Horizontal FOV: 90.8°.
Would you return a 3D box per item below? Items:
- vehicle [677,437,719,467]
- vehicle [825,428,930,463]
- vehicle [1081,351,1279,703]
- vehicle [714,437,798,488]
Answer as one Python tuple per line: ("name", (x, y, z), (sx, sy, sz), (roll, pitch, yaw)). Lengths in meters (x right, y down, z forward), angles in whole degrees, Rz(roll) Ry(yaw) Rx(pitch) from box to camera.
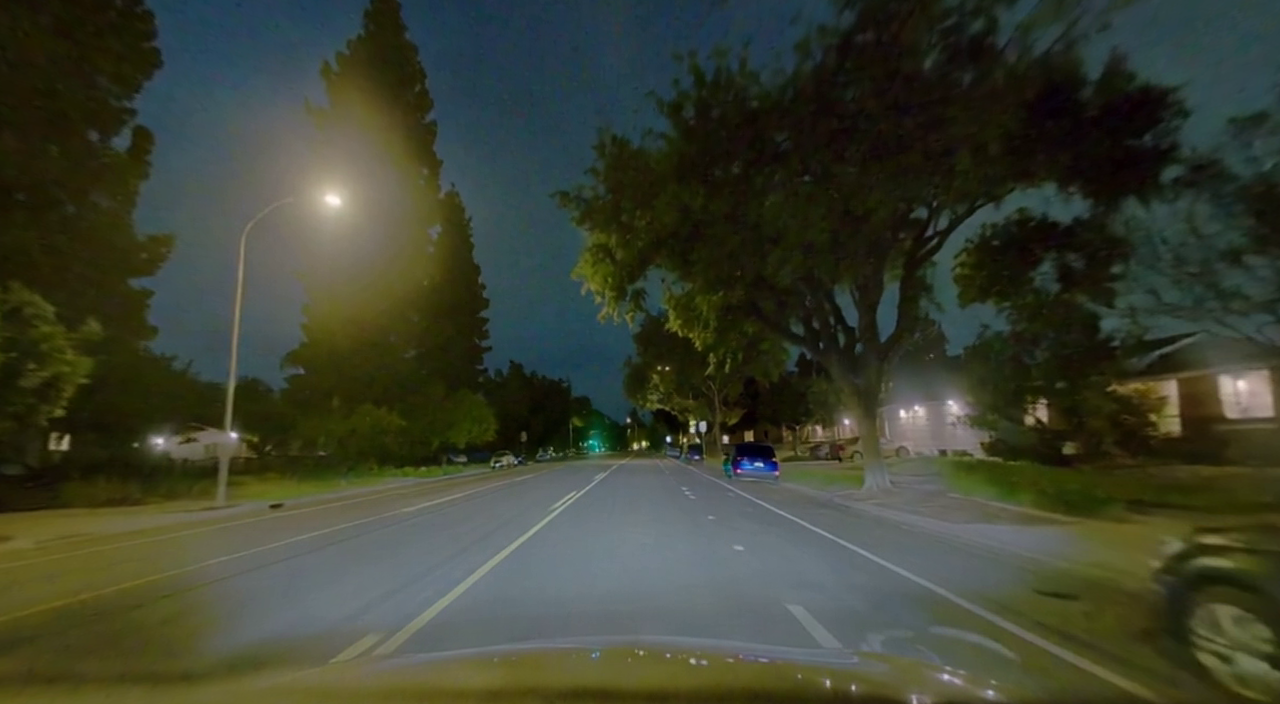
("vehicle", (3.989, 7.019, 44.613), (2.319, 1.938, 5.961), (1, -8, -1))
("vehicle", (12.206, 4.847, 32.680), (4.660, 1.749, 1.893), (0, -8, -2))
("vehicle", (4.040, 0.750, 1.743), (2.139, 1.827, 4.791), (0, -8, 0))
("vehicle", (4.137, 4.020, 23.365), (2.173, 1.656, 4.514), (0, -8, -1))
